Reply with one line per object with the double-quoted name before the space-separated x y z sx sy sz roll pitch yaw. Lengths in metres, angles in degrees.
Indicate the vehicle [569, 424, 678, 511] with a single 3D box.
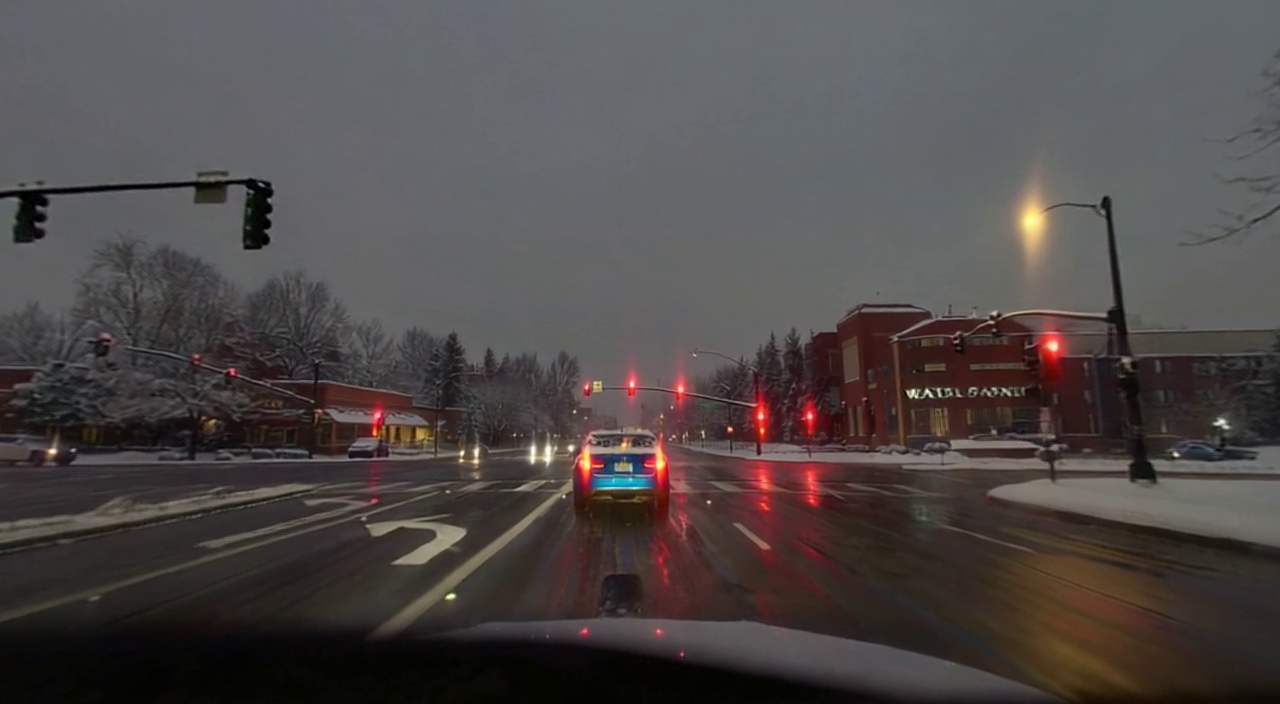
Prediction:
"vehicle" -0.357 2.480 13.964 2.066 1.618 3.922 0 -8 -1
